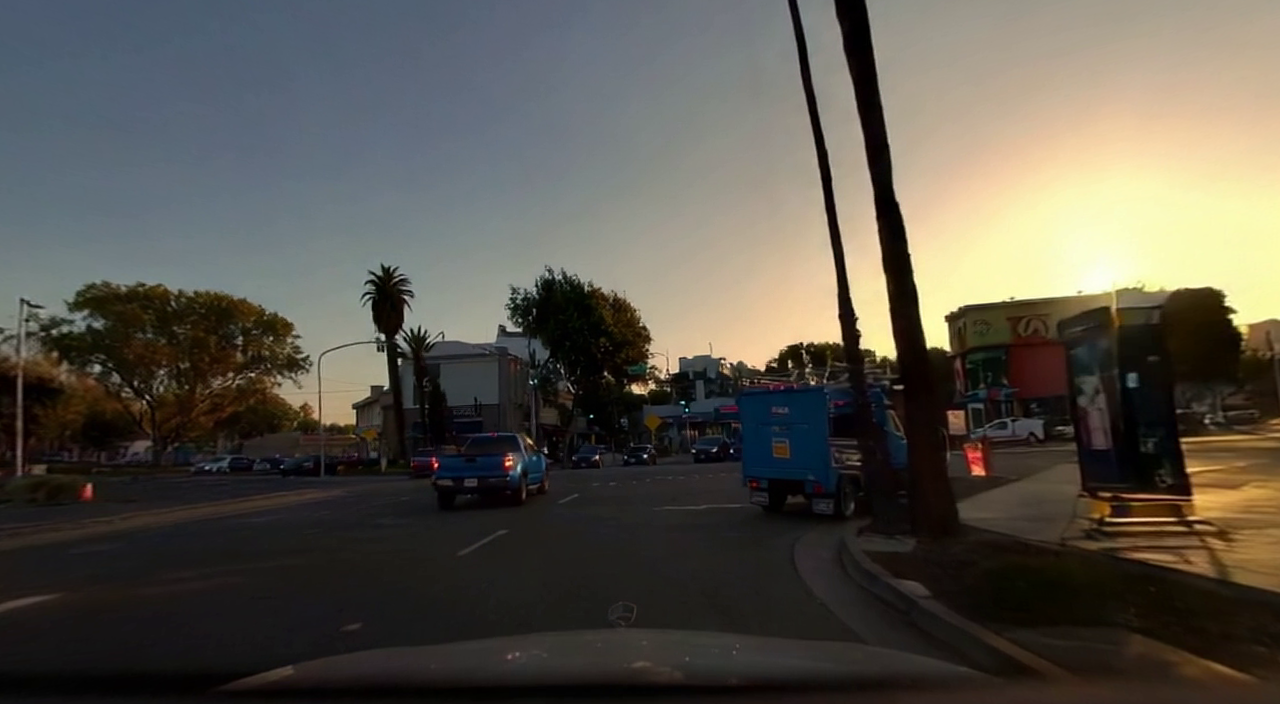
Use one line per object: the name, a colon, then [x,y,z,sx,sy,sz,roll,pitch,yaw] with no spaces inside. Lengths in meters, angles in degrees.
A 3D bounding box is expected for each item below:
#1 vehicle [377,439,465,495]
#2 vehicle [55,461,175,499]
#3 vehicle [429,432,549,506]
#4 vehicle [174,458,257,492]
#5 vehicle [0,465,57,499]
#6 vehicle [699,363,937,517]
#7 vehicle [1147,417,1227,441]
vehicle: [-7.285,3.827,21.477,1.997,1.679,4.263,1,-9,-8]
vehicle: [-27.115,6.624,32.759,4.583,1.556,1.893,-3,-6,0]
vehicle: [-3.960,3.152,17.506,2.102,1.744,4.630,0,-8,1]
vehicle: [-25.248,7.279,37.608,3.721,1.450,1.824,-7,-7,1]
vehicle: [-38.937,8.060,38.960,4.136,1.863,1.785,-3,-9,0]
vehicle: [4.384,2.096,15.058,5.938,2.954,2.463,7,-11,-40]
vehicle: [41.778,5.873,48.328,3.879,1.626,2.382,-3,-7,-1]
